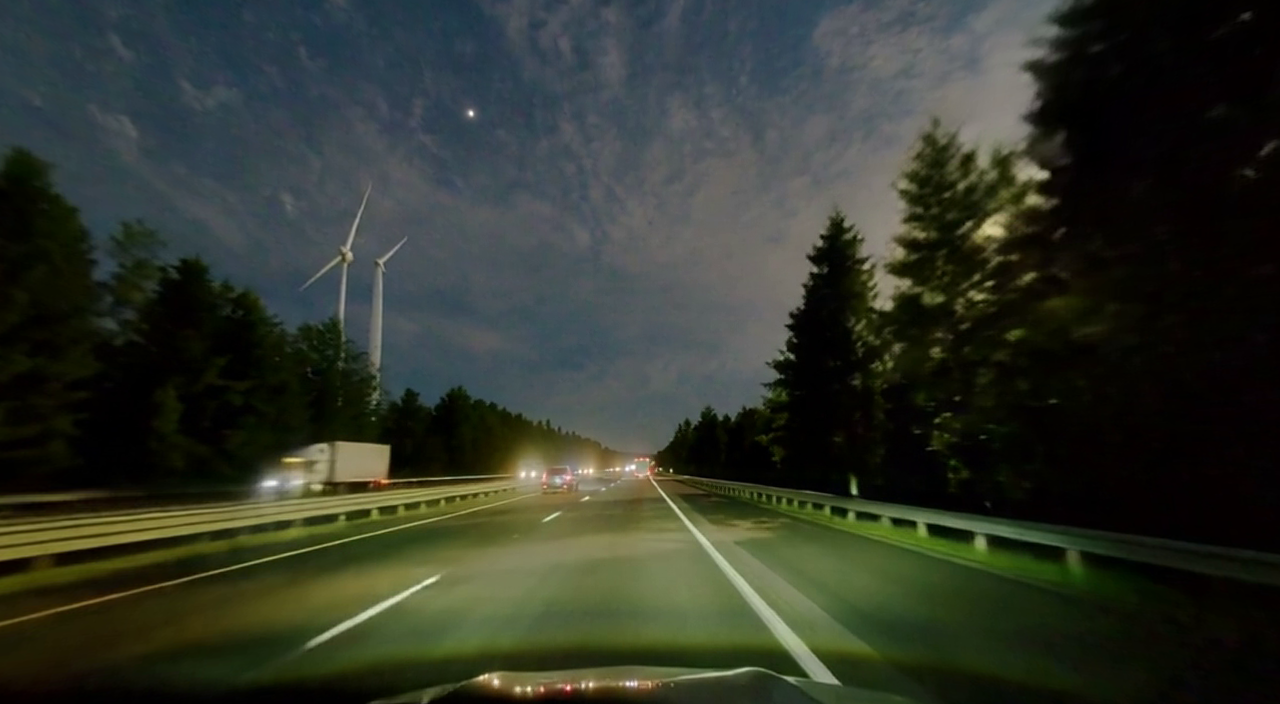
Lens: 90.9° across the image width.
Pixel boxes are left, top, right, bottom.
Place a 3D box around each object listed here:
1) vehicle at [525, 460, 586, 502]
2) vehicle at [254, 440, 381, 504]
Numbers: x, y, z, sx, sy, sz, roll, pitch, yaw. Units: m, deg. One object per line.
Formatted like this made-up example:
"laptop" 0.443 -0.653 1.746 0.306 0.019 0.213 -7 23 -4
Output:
"vehicle" -3.829 5.959 29.283 2.124 1.705 4.440 1 -11 1
"vehicle" -16.517 6.263 33.048 2.618 2.898 7.409 1 -11 0
